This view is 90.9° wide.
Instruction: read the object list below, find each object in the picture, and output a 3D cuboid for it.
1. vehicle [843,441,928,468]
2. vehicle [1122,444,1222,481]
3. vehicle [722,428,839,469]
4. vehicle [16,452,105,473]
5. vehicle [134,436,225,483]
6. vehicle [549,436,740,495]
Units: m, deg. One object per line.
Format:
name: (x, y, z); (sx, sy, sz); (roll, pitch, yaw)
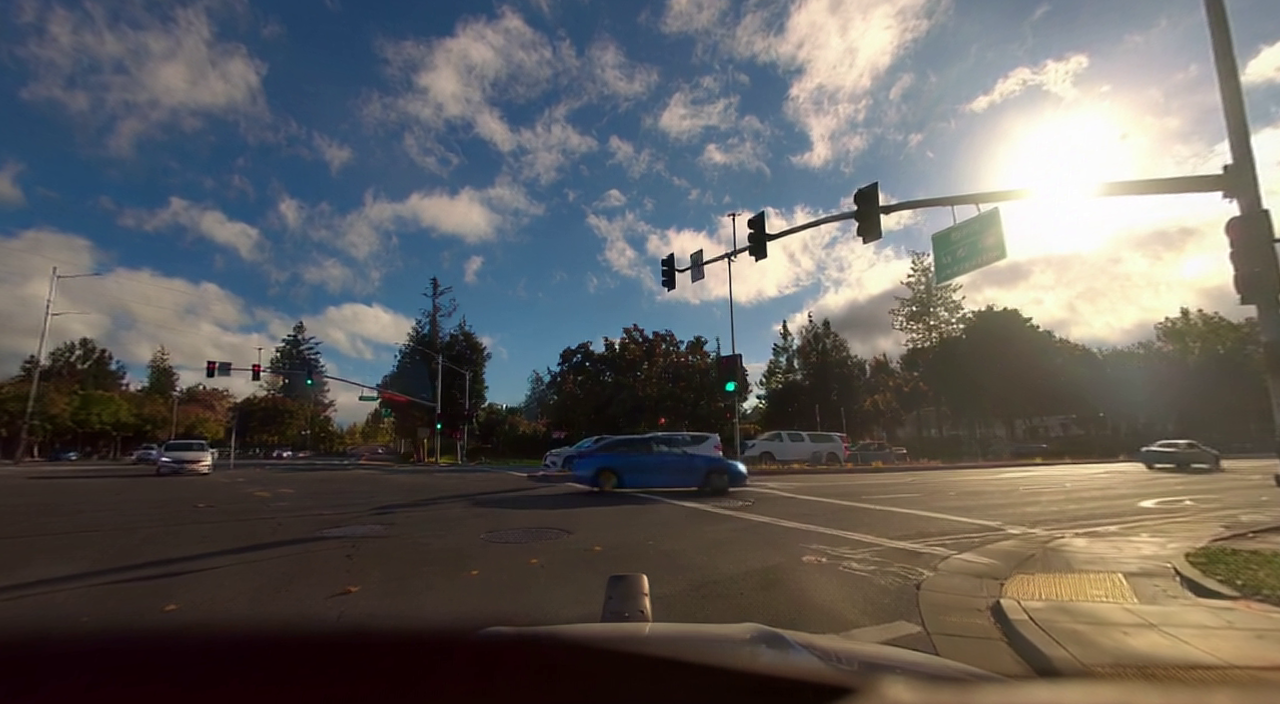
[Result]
vehicle: (13.854, 5.765, 35.572); (4.457, 1.429, 1.862); (4, -9, -26)
vehicle: (22.035, 4.514, 26.058); (4.425, 1.366, 1.865); (5, -10, -33)
vehicle: (7.298, 5.042, 32.700); (5.791, 1.964, 2.199); (5, -10, -26)
vehicle: (-42.117, 8.019, 45.834); (4.589, 1.462, 1.953); (-1, -8, 2)
vehicle: (-20.134, 4.610, 27.444); (2.450, 1.807, 5.332); (7, -11, -42)
vehicle: (0.147, 2.944, 16.501); (4.686, 1.425, 2.018); (-1, -8, 3)
